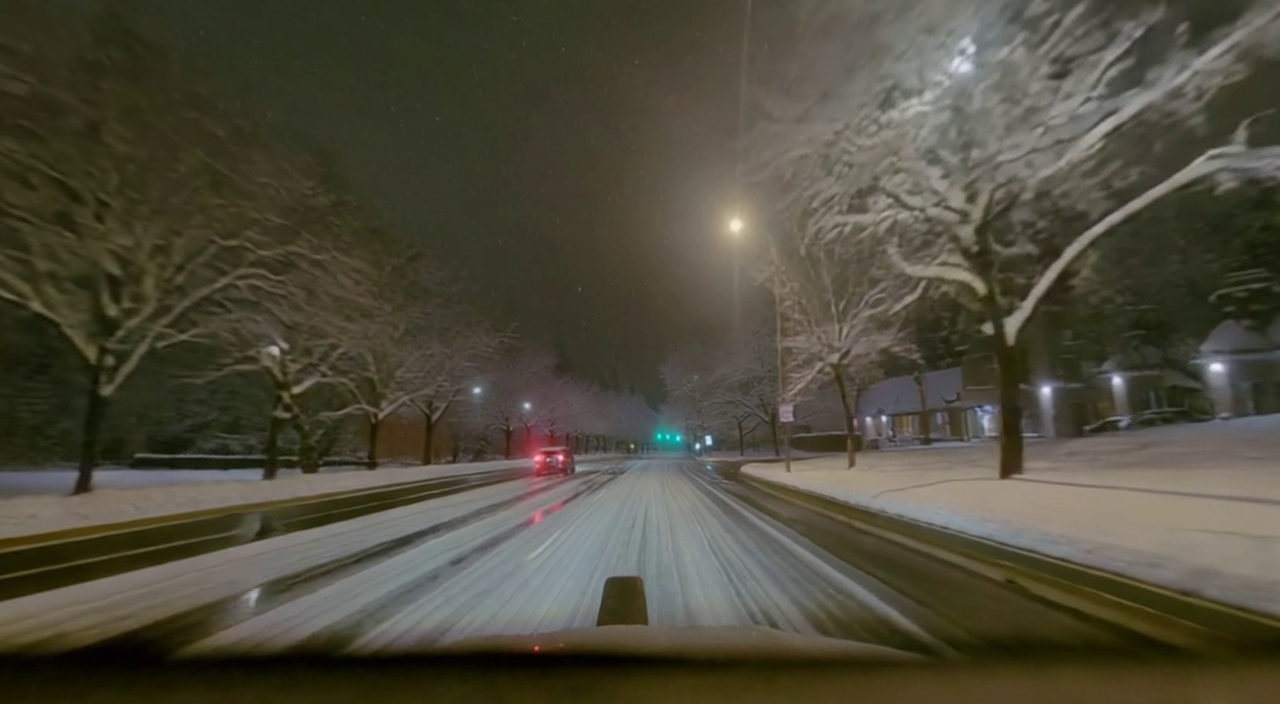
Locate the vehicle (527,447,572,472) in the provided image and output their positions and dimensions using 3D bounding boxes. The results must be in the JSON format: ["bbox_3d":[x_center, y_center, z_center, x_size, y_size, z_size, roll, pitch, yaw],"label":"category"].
[{"bbox_3d":[-5.520,6.604,39.051,1.945,1.461,4.605,-1,-9,3],"label":"vehicle"}]
